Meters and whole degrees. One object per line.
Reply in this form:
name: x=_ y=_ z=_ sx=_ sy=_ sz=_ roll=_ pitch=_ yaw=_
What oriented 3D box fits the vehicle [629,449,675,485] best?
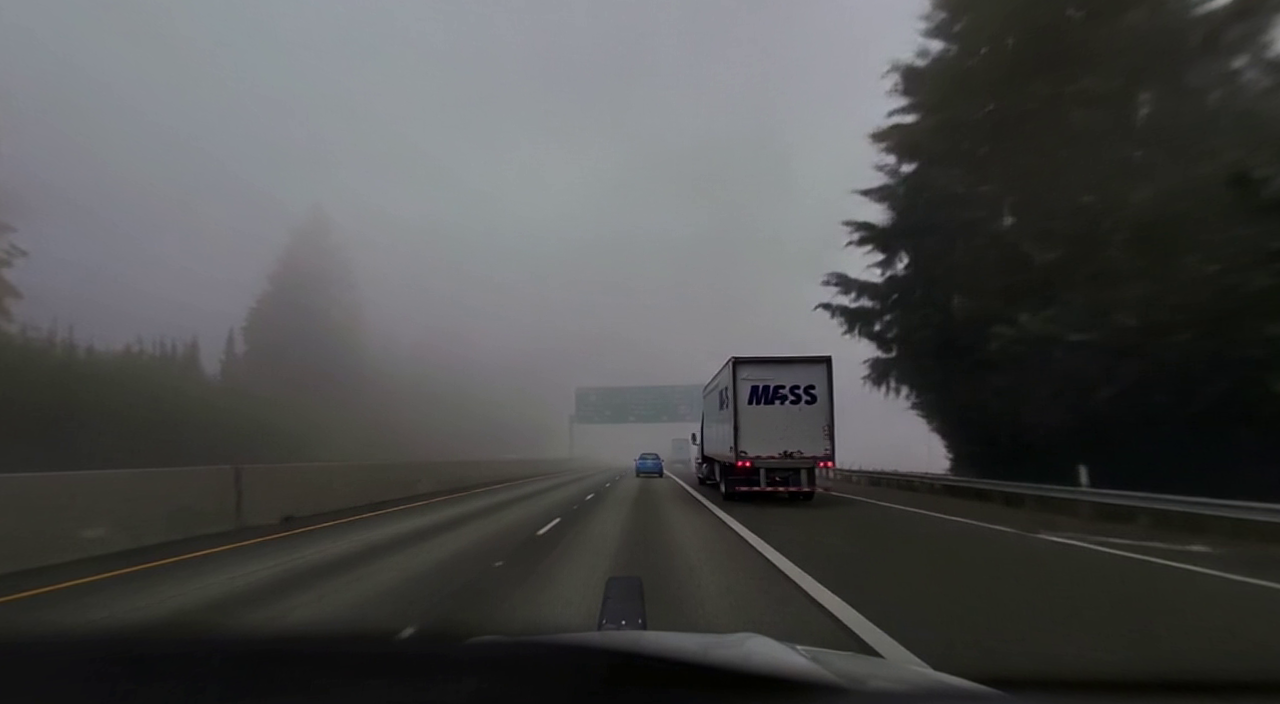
vehicle: x=0.583 y=5.552 z=30.726 sx=2.121 sy=1.642 sz=3.828 roll=0 pitch=-9 yaw=1

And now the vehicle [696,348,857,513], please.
vehicle: x=3.995 y=3.015 z=22.812 sx=3.002 sy=4.104 sz=14.174 roll=0 pitch=-9 yaw=1
